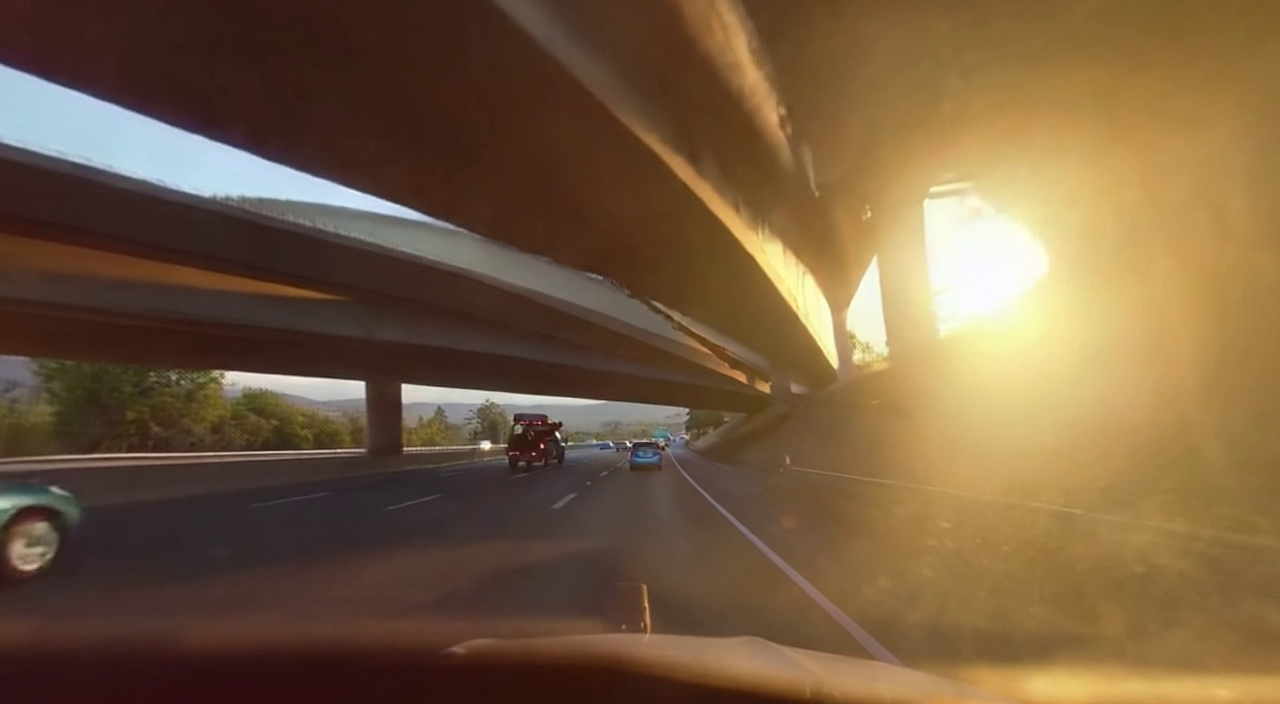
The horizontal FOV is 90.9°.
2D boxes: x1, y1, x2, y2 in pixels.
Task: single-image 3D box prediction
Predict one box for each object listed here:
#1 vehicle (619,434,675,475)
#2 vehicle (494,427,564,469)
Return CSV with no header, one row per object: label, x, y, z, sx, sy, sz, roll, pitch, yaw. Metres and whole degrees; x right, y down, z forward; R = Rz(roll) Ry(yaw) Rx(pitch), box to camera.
vehicle,0.313,4.630,28.697,2.336,1.722,4.212,0,-8,1
vehicle,-6.500,5.779,38.102,2.827,2.236,7.057,0,-8,1
